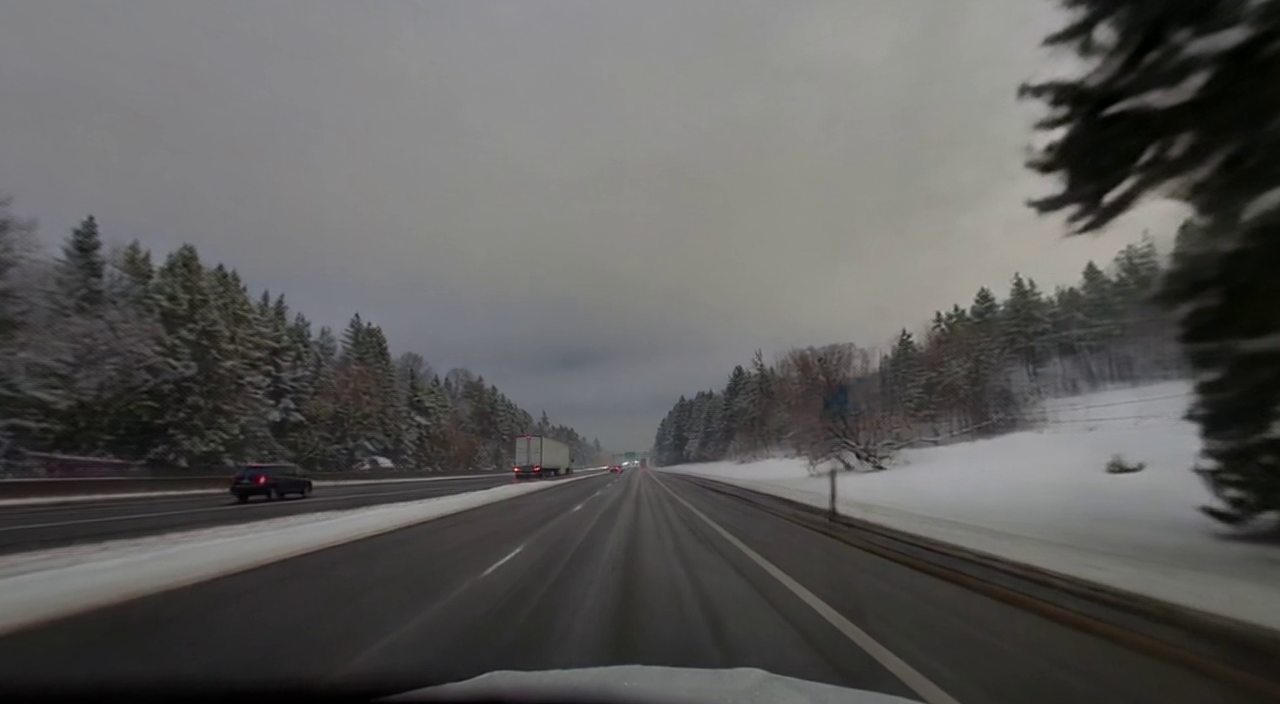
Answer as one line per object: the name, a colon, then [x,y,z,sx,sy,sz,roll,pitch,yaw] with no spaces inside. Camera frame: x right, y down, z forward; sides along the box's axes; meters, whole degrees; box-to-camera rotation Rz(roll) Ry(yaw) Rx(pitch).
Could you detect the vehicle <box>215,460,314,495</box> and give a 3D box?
vehicle: [-17.067,5.712,28.915,1.745,1.430,4.252,0,-10,3]
